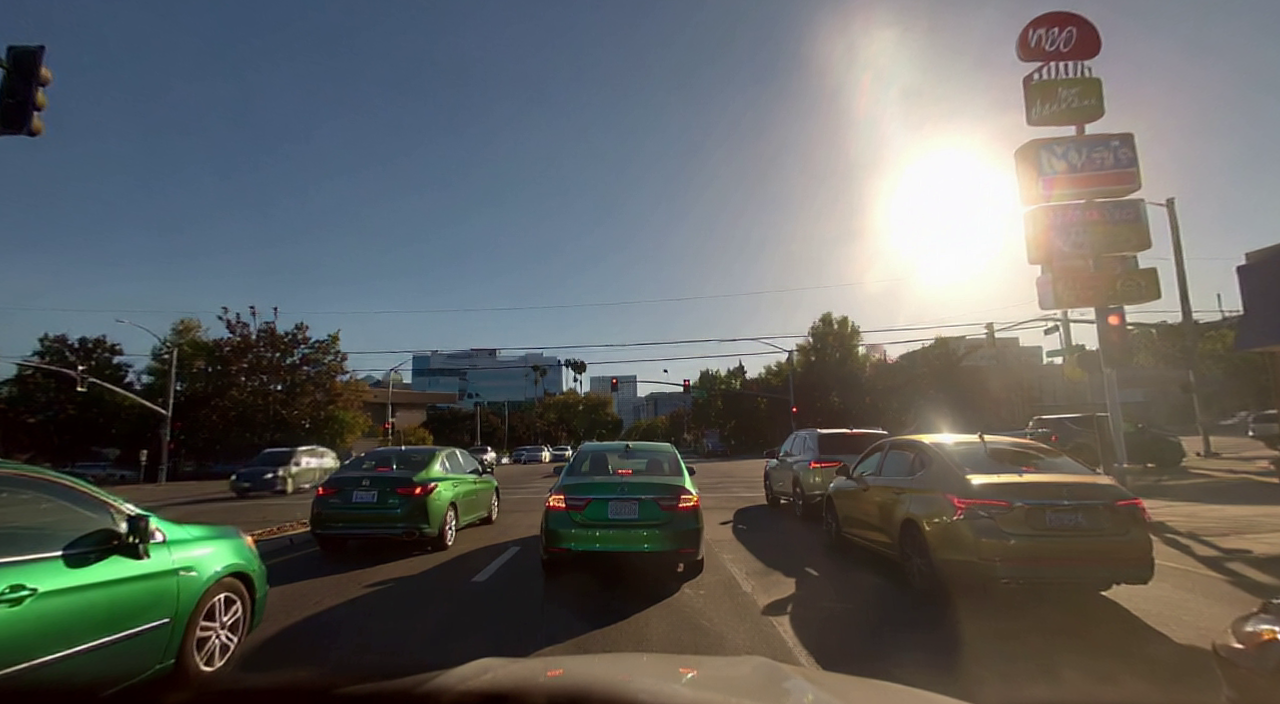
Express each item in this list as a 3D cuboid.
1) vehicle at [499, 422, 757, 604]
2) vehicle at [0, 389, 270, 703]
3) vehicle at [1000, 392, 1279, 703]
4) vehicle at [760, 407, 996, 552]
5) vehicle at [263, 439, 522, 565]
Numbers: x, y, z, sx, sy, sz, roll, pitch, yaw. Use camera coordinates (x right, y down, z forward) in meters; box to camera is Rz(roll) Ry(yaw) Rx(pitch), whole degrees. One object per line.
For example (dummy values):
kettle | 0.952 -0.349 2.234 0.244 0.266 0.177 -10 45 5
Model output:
vehicle | -0.123 1.652 7.390 2.140 1.499 4.119 0 -8 -1
vehicle | -3.473 0.844 1.849 2.016 1.547 4.414 0 -8 1
vehicle | 3.938 0.974 3.115 1.800 1.519 4.198 0 -8 0
vehicle | 3.310 1.867 9.842 1.992 1.744 4.183 0 -8 0
vehicle | -3.292 2.073 9.554 1.995 1.436 4.373 -1 -8 3
